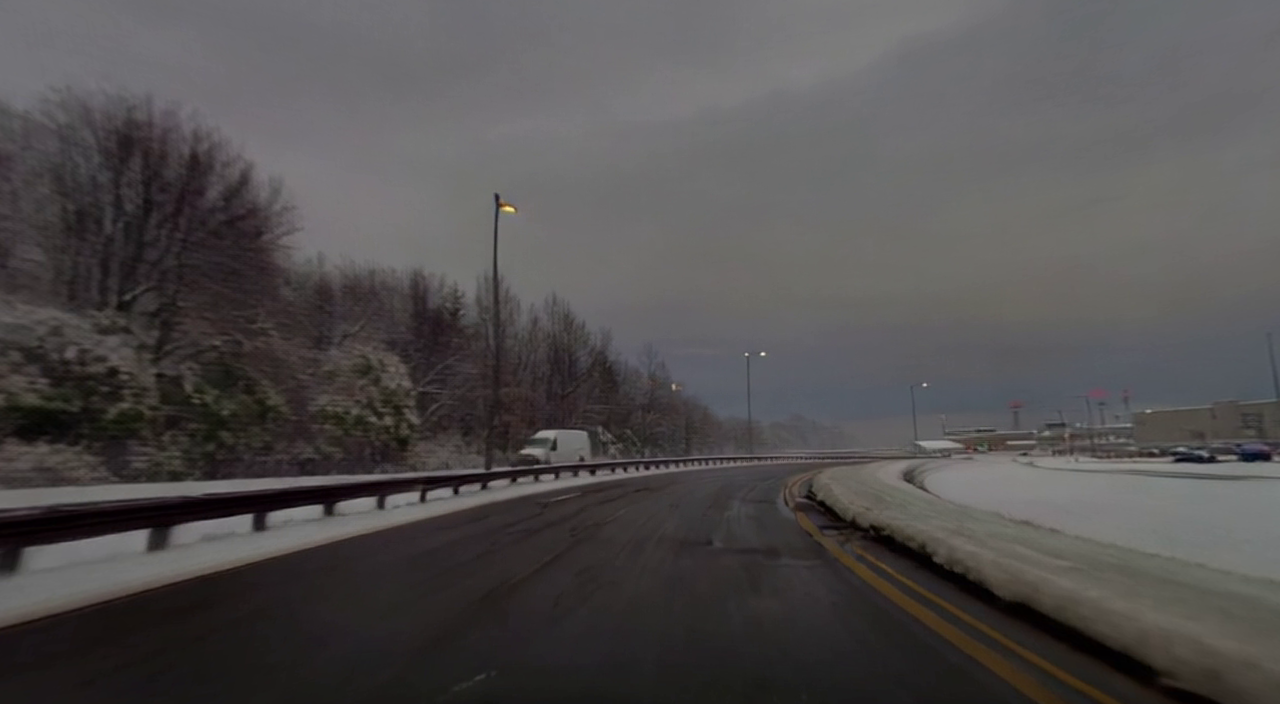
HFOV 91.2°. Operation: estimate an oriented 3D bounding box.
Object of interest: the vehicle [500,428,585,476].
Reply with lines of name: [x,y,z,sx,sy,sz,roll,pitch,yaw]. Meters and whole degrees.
vehicle: [-5.765,6.050,38.151,2.396,2.635,5.921,-4,-9,21]
